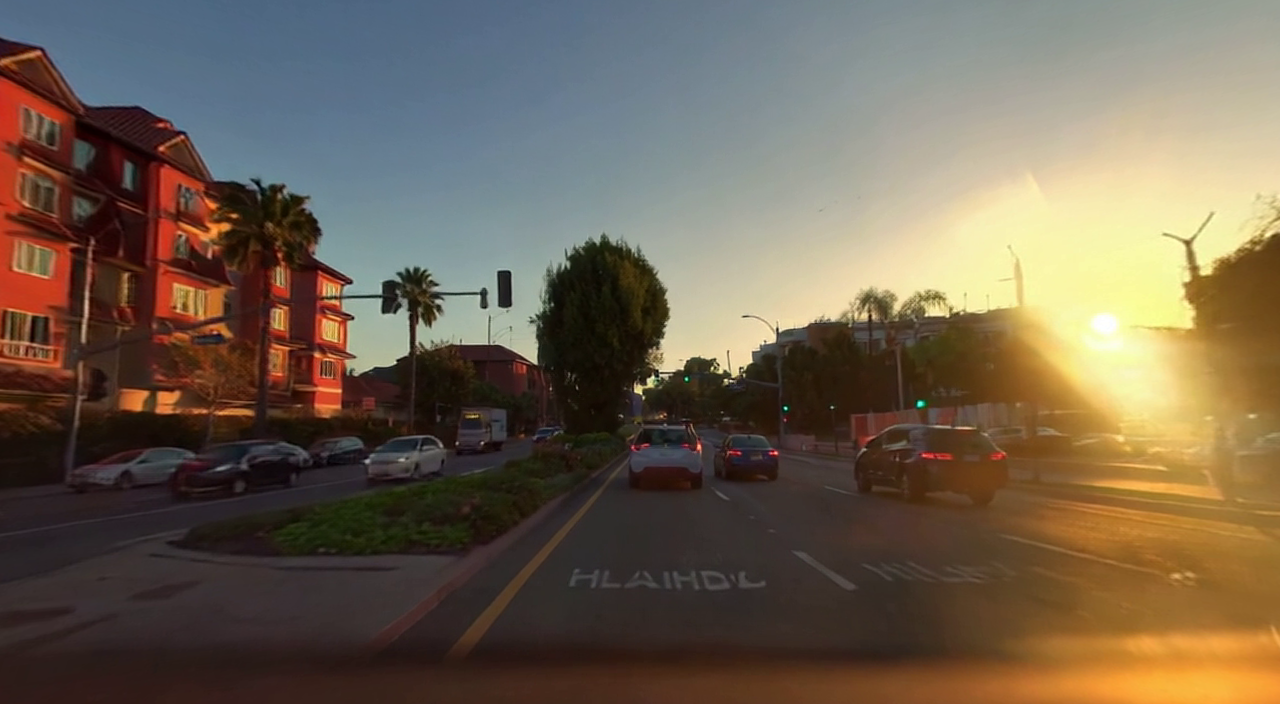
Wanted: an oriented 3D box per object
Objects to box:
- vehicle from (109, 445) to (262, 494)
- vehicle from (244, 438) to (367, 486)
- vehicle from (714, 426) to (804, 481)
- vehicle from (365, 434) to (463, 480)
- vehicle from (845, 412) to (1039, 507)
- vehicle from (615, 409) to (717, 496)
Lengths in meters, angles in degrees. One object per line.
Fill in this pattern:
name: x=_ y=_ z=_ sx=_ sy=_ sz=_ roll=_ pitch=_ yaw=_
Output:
vehicle: x=-15.192 y=3.906 z=21.450 sx=1.858 sy=1.465 sz=4.368 roll=0 pitch=-8 yaw=1
vehicle: x=-11.489 y=3.779 z=22.019 sx=2.011 sy=1.520 sz=3.902 roll=0 pitch=-8 yaw=2
vehicle: x=4.057 y=3.575 z=22.462 sx=2.283 sy=1.738 sz=4.916 roll=0 pitch=-8 yaw=0
vehicle: x=-8.194 y=3.843 z=23.314 sx=1.937 sy=1.530 sz=4.107 roll=0 pitch=-8 yaw=2
vehicle: x=7.200 y=2.632 z=15.927 sx=2.215 sy=1.973 sz=5.323 roll=0 pitch=-8 yaw=0
vehicle: x=0.677 y=2.850 z=18.220 sx=2.487 sy=2.115 sz=5.444 roll=0 pitch=-8 yaw=1
